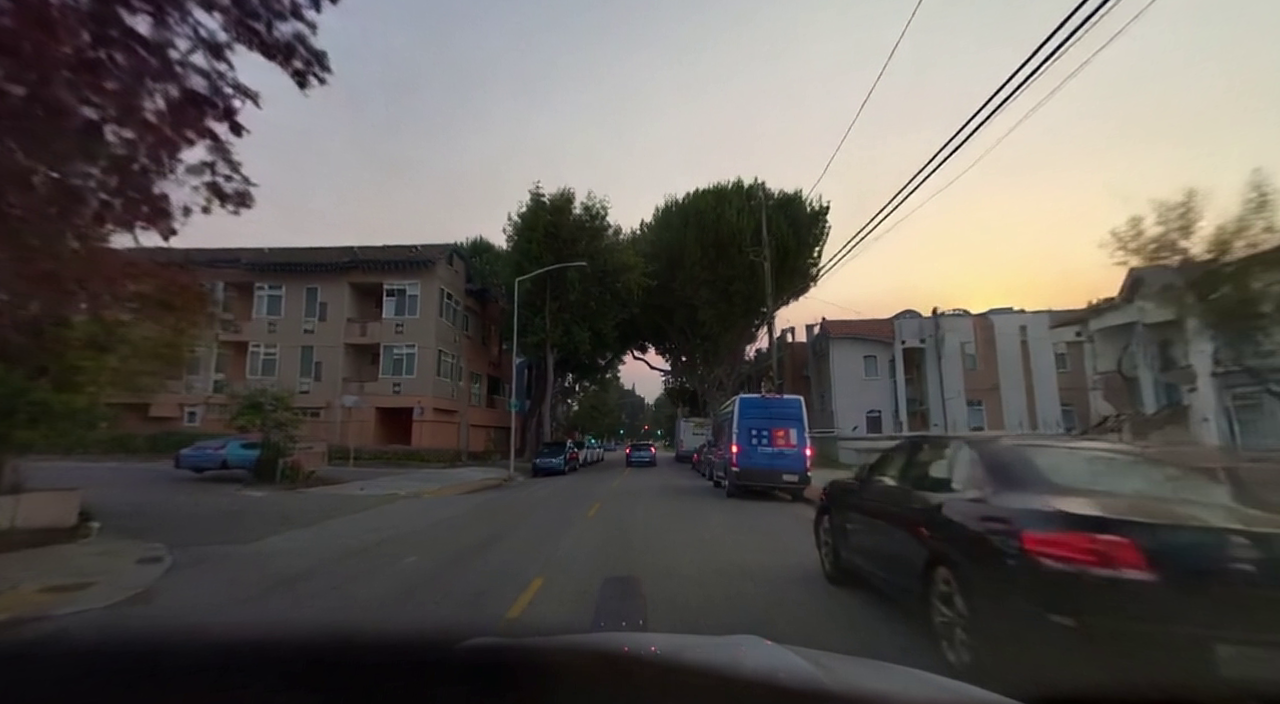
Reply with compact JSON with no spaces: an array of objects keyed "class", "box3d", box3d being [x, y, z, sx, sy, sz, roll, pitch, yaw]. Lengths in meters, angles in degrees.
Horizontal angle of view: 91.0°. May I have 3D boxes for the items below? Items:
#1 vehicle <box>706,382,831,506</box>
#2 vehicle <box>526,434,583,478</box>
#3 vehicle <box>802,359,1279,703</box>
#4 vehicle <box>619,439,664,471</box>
[{"class":"vehicle","box3d":[3.266,2.533,17.518,2.245,2.843,5.762,0,-8,0]},{"class":"vehicle","box3d":[-3.826,4.702,28.908,1.951,1.662,4.046,0,-4,1]},{"class":"vehicle","box3d":[2.871,1.203,4.852,2.045,1.728,4.446,0,-8,0]},{"class":"vehicle","box3d":[0.088,5.124,31.535,2.095,1.510,3.605,0,-8,1]}]
